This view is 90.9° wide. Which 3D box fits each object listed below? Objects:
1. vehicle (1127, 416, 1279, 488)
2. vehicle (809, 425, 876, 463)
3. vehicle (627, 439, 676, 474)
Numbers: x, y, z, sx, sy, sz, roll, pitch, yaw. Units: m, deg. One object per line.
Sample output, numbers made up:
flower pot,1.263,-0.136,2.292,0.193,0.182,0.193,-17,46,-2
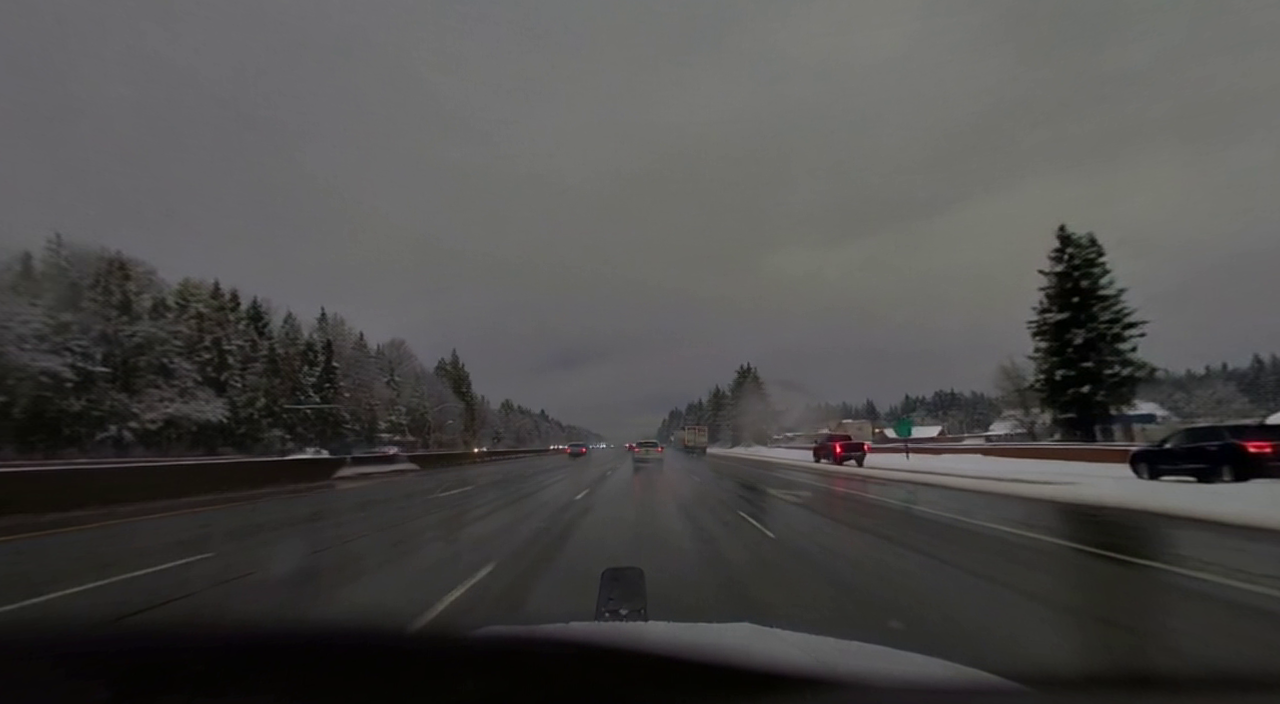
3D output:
vehicle,18.568,3.044,19.452,2.304,1.951,5.719,0,-8,-3
vehicle,13.793,6.353,43.485,2.336,2.415,6.056,0,-8,-3
vehicle,0.486,4.829,29.354,2.112,1.482,4.082,0,-8,0
